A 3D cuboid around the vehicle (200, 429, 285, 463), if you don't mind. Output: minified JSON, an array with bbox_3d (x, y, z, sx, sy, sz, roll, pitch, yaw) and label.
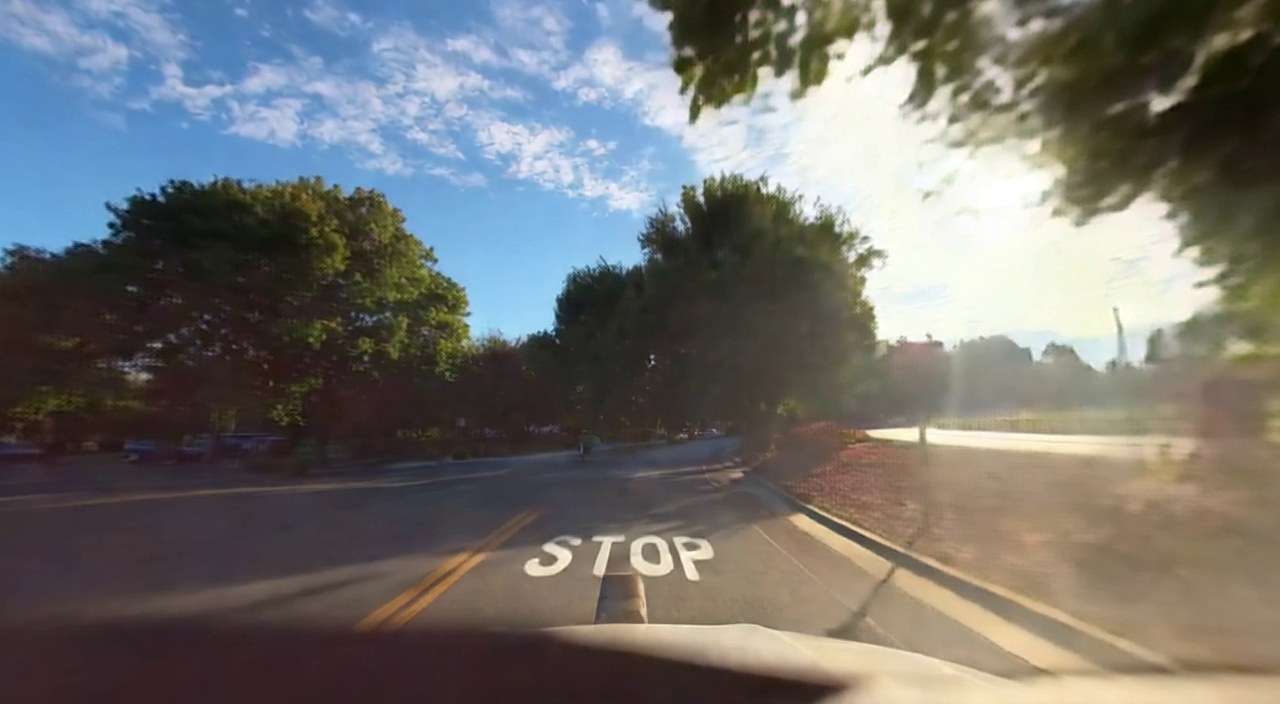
[{"bbox_3d":[-27.576,6.542,43.903,4.733,1.892,1.939,-4,-4,3],"label":"vehicle"}]
